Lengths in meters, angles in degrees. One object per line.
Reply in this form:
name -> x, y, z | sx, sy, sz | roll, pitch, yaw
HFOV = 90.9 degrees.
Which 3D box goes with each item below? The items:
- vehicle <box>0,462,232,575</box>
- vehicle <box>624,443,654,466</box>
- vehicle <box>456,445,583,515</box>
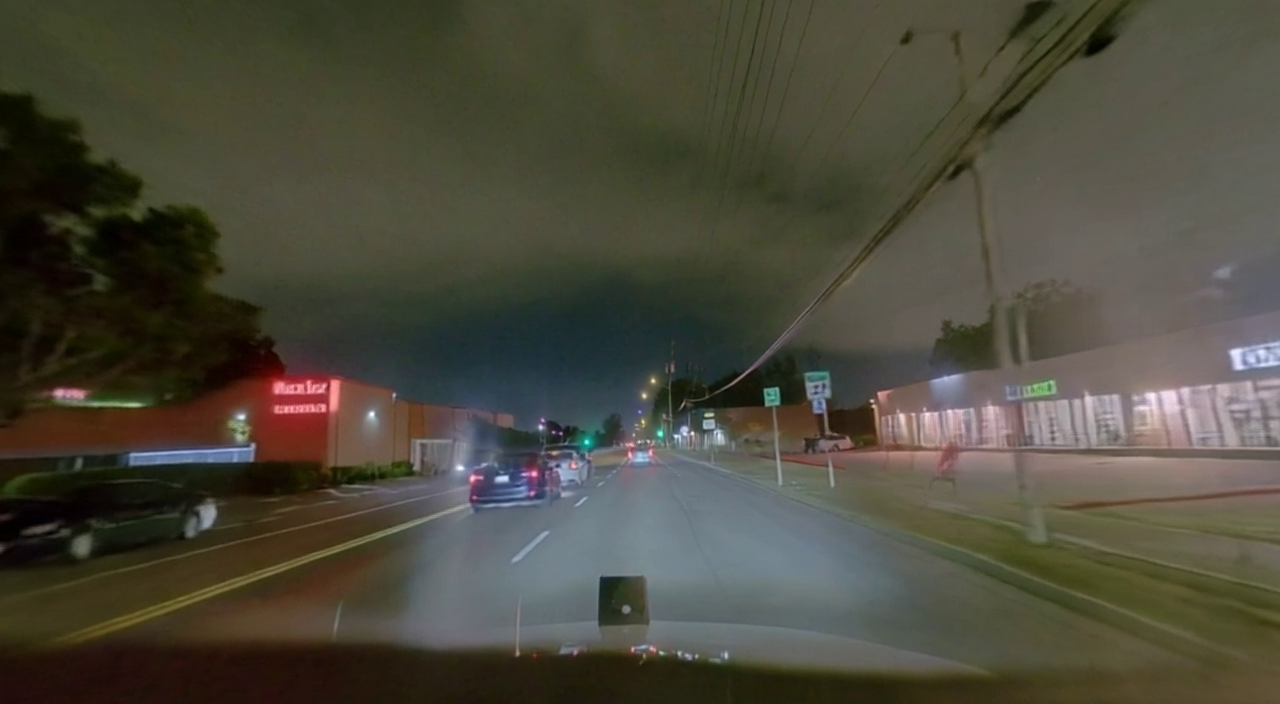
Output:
vehicle -> -11.313, 3.427, 13.480 | 1.978, 1.640, 4.695 | -9, -8, 0
vehicle -> -0.123, 7.027, 43.507 | 2.020, 1.478, 3.922 | 0, -8, -2
vehicle -> -2.679, 2.961, 15.247 | 2.099, 1.424, 4.609 | 0, -8, 1
